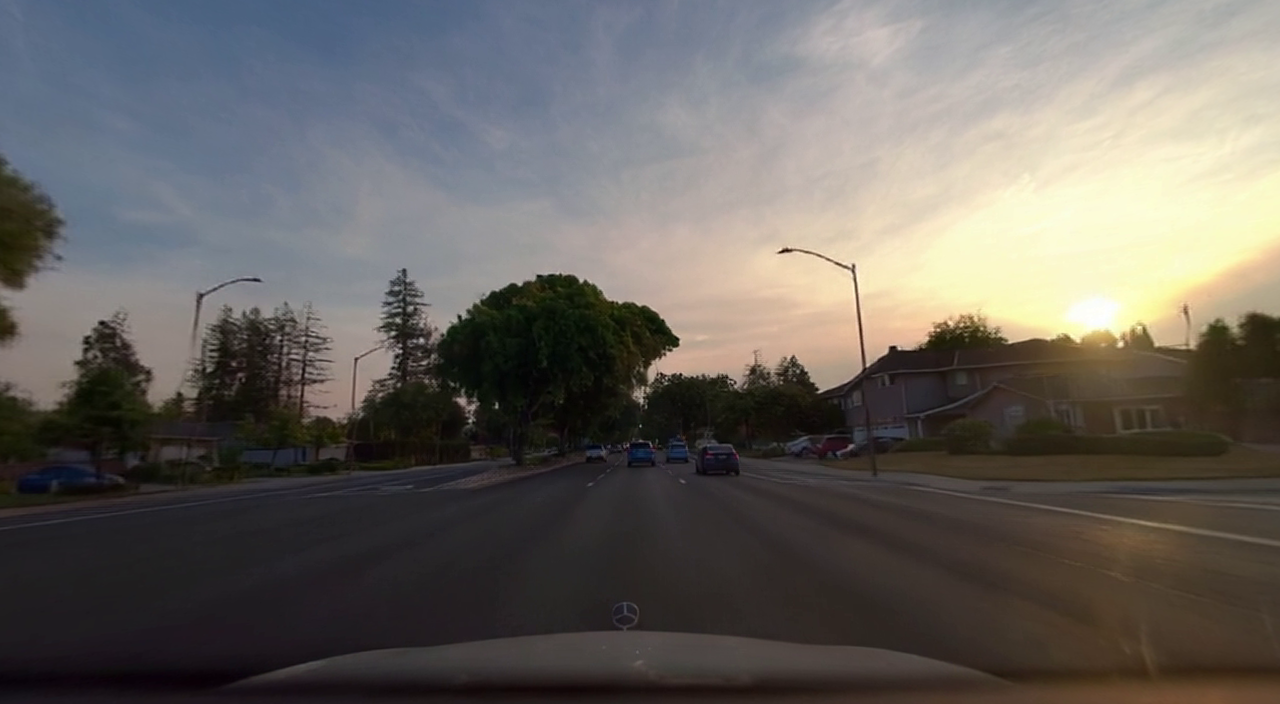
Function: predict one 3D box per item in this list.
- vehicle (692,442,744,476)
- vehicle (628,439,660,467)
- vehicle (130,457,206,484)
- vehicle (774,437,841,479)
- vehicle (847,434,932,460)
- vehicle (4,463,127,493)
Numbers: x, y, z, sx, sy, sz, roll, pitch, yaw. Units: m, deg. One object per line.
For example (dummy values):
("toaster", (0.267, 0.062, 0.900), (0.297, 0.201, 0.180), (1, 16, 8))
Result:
("vehicle", (3.530, 4.899, 29.227), (1.830, 1.451, 4.009), (0, -8, -1))
("vehicle", (0.192, 6.757, 42.475), (2.043, 1.734, 4.253), (0, -8, -1))
("vehicle", (-29.971, 7.514, 40.269), (1.806, 1.476, 3.985), (0, -8, -2))
("vehicle", (7.685, 4.892, 29.418), (1.933, 1.759, 3.900), (0, -8, -2))
("vehicle", (15.488, 5.921, 39.383), (4.491, 1.593, 1.884), (-1, -8, 3))
("vehicle", (-29.771, 6.515, 32.822), (4.450, 1.421, 1.932), (0, -8, 0))
